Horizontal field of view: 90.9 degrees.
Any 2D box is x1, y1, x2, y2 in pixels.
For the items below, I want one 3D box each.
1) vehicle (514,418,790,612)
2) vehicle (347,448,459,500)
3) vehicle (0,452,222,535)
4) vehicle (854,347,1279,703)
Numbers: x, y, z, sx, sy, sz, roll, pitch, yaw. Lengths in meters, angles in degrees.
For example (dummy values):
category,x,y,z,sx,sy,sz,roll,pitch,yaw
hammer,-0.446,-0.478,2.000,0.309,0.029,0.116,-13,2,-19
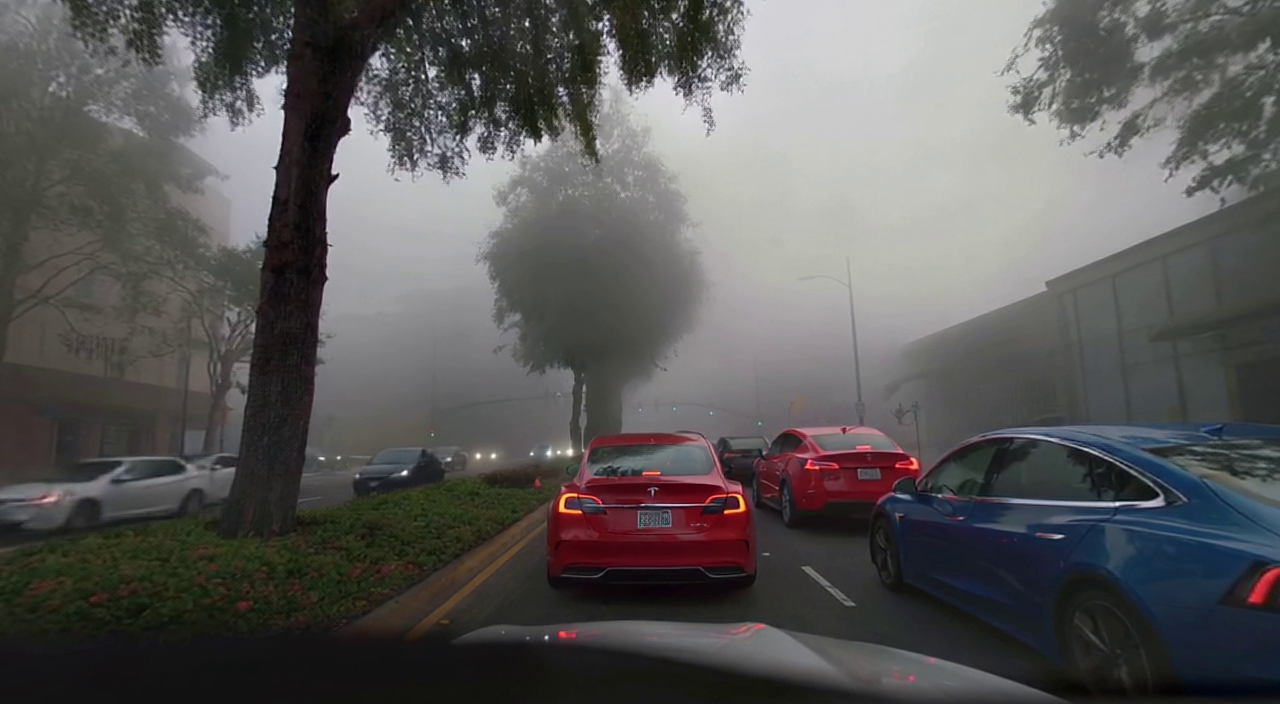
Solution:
category,x,y,z,sx,sy,sz,roll,pitch,yaw
vehicle,0.102,1.558,6.935,2.137,1.488,3.938,0,-8,0
vehicle,-7.619,3.929,20.760,1.979,1.490,4.225,0,-8,1
vehicle,-11.806,3.010,14.073,1.892,1.479,4.355,0,-8,1
vehicle,3.194,1.098,4.071,2.038,1.651,4.455,0,-8,0
